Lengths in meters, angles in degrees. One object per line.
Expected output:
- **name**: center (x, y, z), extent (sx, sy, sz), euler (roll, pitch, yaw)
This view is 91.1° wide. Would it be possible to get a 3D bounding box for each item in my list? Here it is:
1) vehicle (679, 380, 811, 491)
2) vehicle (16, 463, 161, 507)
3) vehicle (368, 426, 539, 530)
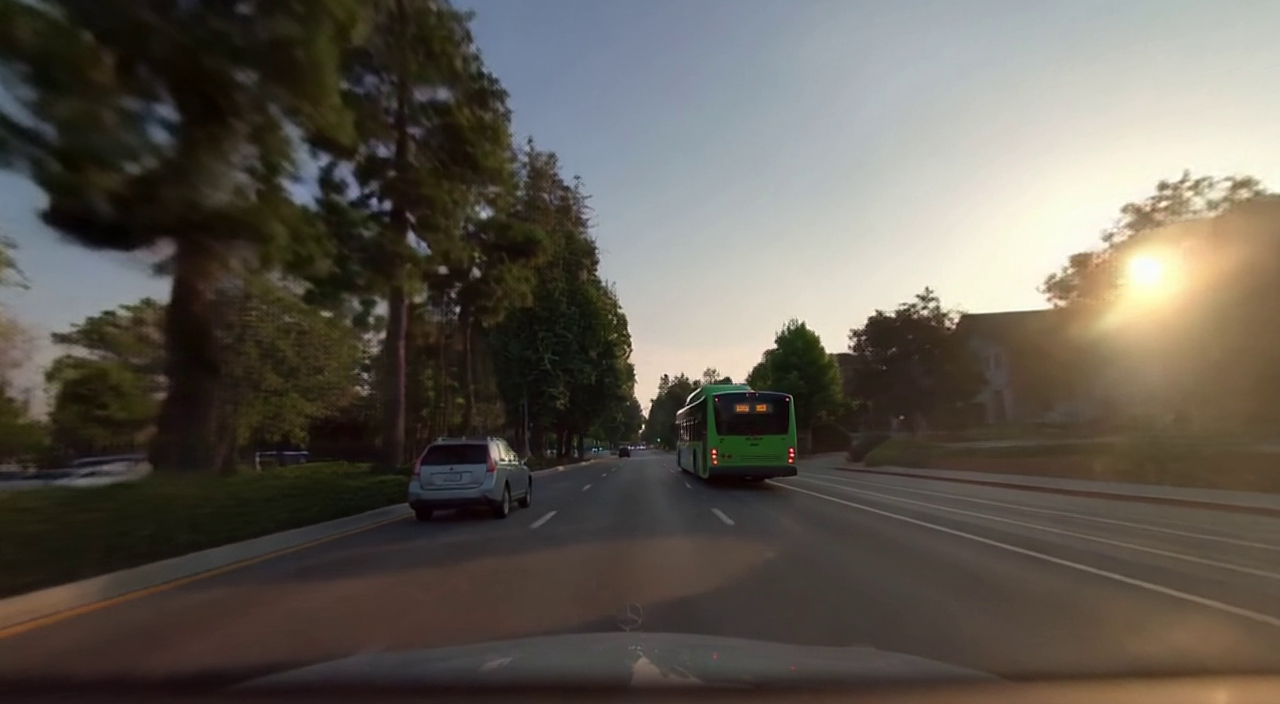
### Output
- **vehicle**: center (3.501, 3.410, 25.073), extent (3.072, 3.278, 12.747), euler (0, -8, 0)
- **vehicle**: center (-22.110, 5.326, 25.453), extent (1.812, 1.476, 4.383), euler (0, -8, 2)
- **vehicle**: center (-3.559, 2.479, 13.003), extent (2.111, 1.767, 4.333), euler (0, -8, 1)
